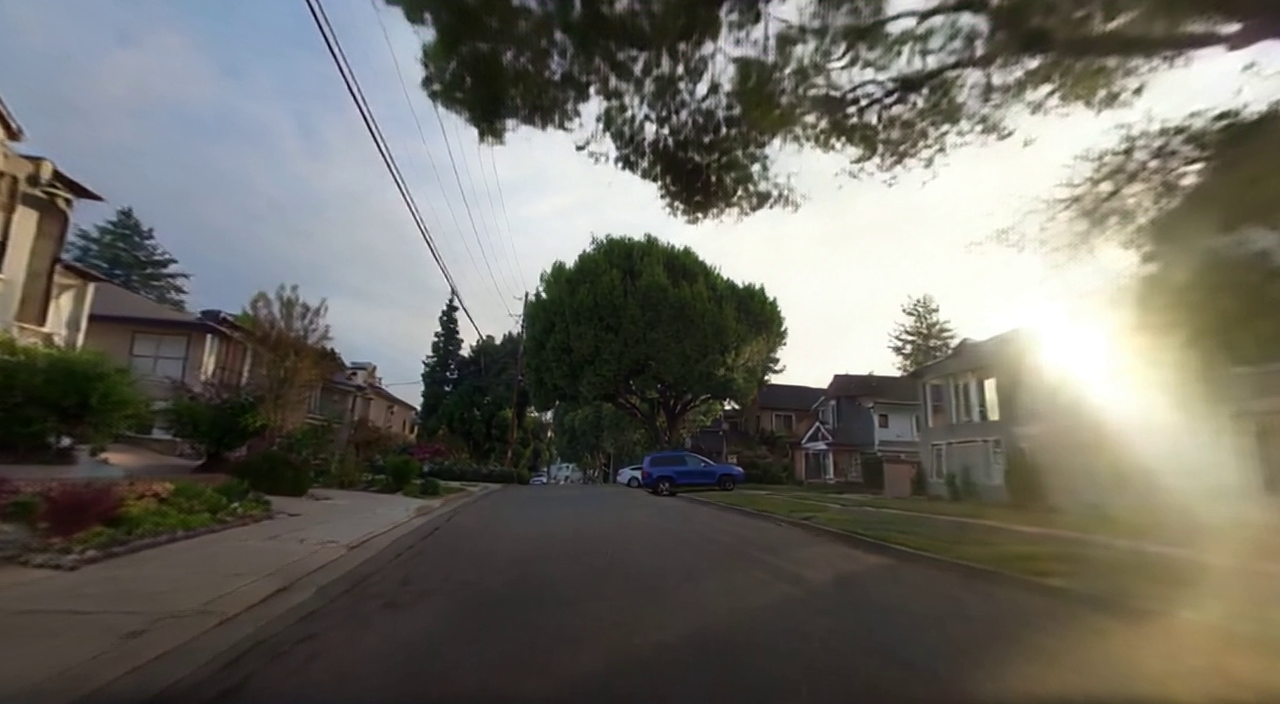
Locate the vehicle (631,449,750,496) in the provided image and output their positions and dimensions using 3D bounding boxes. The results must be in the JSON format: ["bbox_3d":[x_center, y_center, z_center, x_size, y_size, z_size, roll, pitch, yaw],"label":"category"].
[{"bbox_3d":[1.955,4.784,25.349,4.413,1.728,1.869,1,-9,-10],"label":"vehicle"}]
